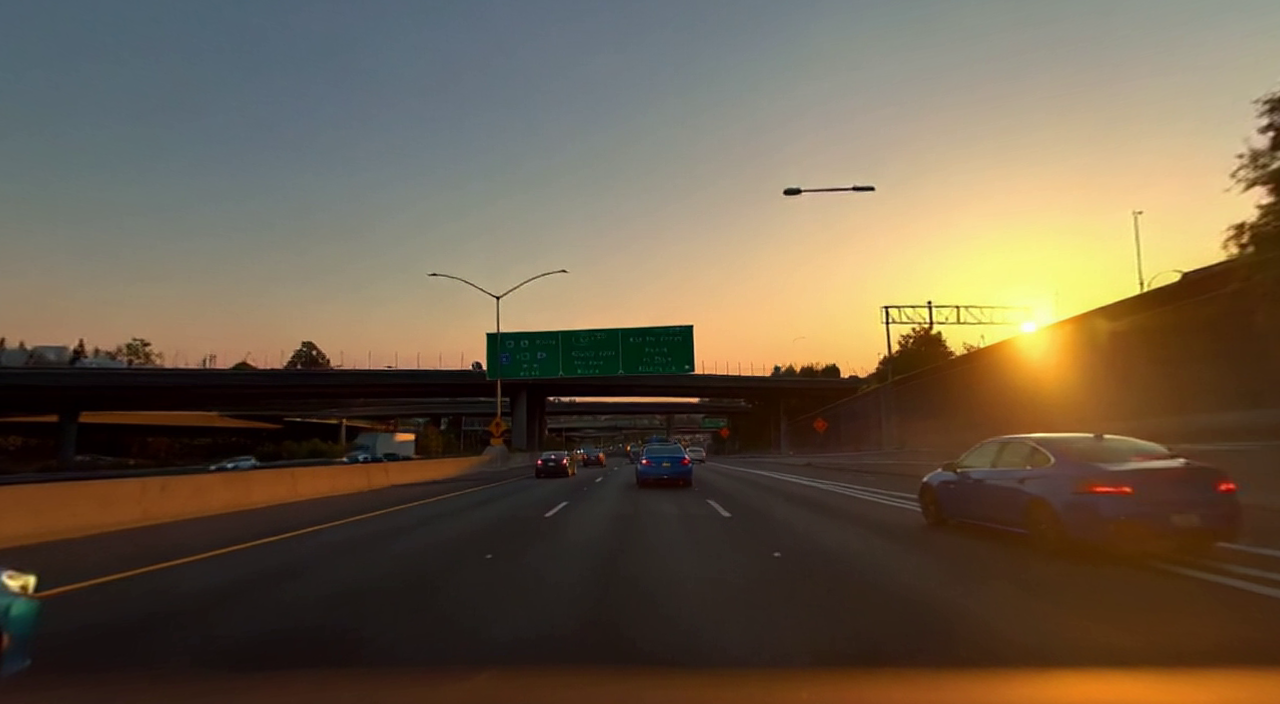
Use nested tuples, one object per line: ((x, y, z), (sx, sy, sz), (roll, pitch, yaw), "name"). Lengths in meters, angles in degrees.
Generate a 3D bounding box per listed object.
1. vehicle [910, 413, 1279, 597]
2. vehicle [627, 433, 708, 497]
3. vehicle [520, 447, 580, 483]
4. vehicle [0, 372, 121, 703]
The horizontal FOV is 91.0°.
((5.461, 1.738, 7.979), (2.055, 1.656, 4.370), (0, -9, -1), "vehicle")
((0.712, 3.476, 19.632), (2.202, 1.748, 4.158), (0, -9, -2), "vehicle")
((-3.975, 5.070, 28.452), (2.031, 1.491, 4.145), (0, -9, 1), "vehicle")
((-3.964, 0.654, 1.173), (2.160, 1.639, 4.431), (0, -9, 0), "vehicle")
